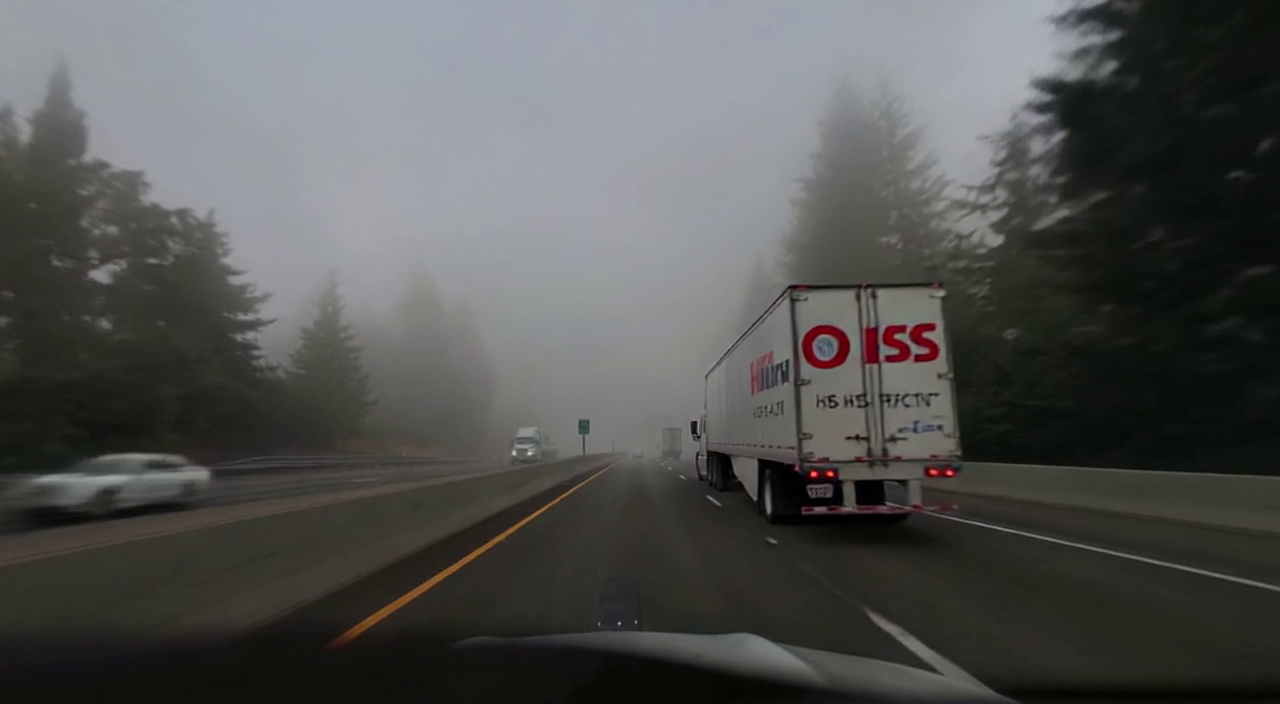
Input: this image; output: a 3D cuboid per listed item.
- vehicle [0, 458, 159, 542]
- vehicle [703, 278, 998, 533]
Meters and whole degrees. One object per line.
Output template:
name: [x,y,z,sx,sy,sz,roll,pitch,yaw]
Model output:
vehicle: [-12.571,2.972,13.056,1.831,1.460,4.183,0,-9,-1]
vehicle: [3.990,1.890,16.998,2.926,4.060,14.068,0,-9,-1]
